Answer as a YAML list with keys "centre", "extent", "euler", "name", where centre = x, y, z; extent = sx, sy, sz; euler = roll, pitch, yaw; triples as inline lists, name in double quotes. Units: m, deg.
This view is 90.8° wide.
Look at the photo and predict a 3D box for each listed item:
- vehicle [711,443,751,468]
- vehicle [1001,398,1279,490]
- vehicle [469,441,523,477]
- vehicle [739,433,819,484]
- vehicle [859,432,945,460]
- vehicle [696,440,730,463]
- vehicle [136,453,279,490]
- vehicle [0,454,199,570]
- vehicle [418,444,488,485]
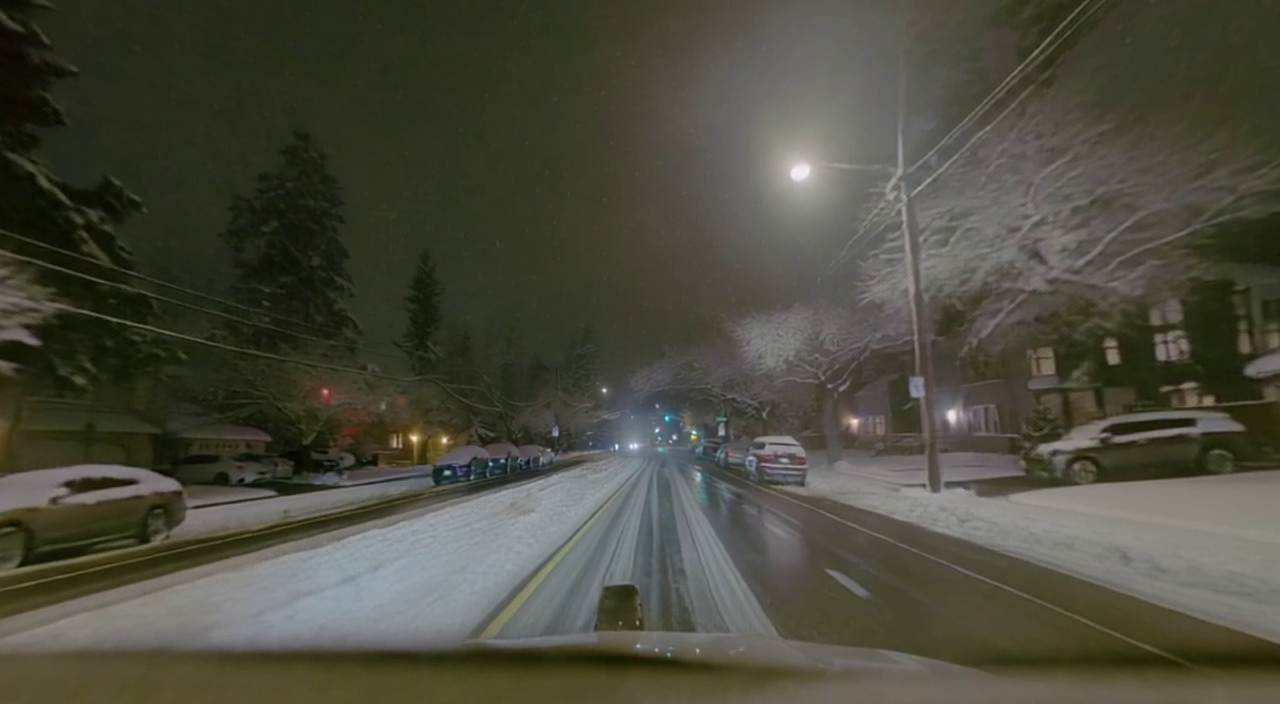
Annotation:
- centre: [5.715, 6.582, 40.250]
  extent: [1.908, 1.477, 4.920]
  euler: [0, -8, 2]
  name: "vehicle"
- centre: [13.359, 2.331, 16.254]
  extent: [6.619, 1.884, 2.225]
  euler: [-3, -9, 2]
  name: "vehicle"
- centre: [-9.282, 6.901, 41.096]
  extent: [2.225, 2.037, 5.158]
  euler: [-4, -8, 1]
  name: "vehicle"
- centre: [5.530, 4.280, 25.751]
  extent: [2.215, 1.886, 4.577]
  euler: [0, -8, 0]
  name: "vehicle"
- centre: [14.740, 5.326, 35.725]
  extent: [3.966, 1.500, 1.998]
  euler: [-1, -8, 3]
  name: "vehicle"
- centre: [5.603, 7.712, 49.066]
  extent: [2.155, 1.668, 4.425]
  euler: [0, -8, 1]
  name: "vehicle"
- centre: [-18.352, 5.059, 26.969]
  extent: [4.699, 1.476, 1.949]
  euler: [0, -8, 1]
  name: "vehicle"
- centre: [-10.237, 2.646, 10.825]
  extent: [2.082, 1.661, 4.403]
  euler: [-3, -10, 1]
  name: "vehicle"
- centre: [-9.524, 5.794, 32.605]
  extent: [2.117, 1.865, 4.570]
  euler: [-3, -10, 1]
  name: "vehicle"
